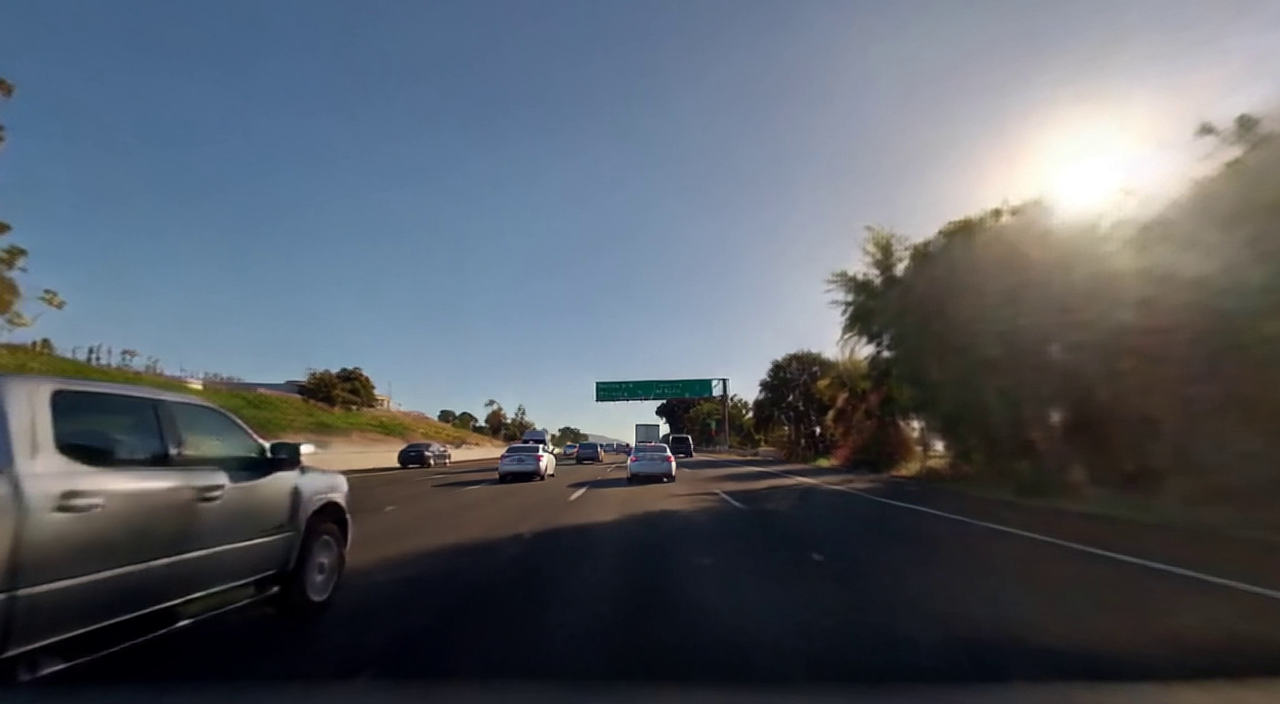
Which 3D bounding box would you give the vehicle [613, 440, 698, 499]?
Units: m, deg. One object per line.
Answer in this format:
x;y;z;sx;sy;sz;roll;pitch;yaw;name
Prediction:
0.376;3.153;17.394;2.054;1.421;4.090;0;-8;0;vehicle

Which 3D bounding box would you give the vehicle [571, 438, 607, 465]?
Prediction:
-3.252;6.443;40.886;1.897;1.646;4.049;0;-8;1;vehicle

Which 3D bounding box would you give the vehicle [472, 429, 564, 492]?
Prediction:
-3.632;3.312;19.528;1.903;1.721;4.210;0;-8;1;vehicle

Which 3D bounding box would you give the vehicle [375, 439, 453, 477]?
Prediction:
-10.407;4.880;29.369;1.941;1.602;4.277;0;-8;2;vehicle

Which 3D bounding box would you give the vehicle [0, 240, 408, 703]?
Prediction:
-3.436;0.747;3.026;2.269;2.060;5.933;0;-8;1;vehicle
